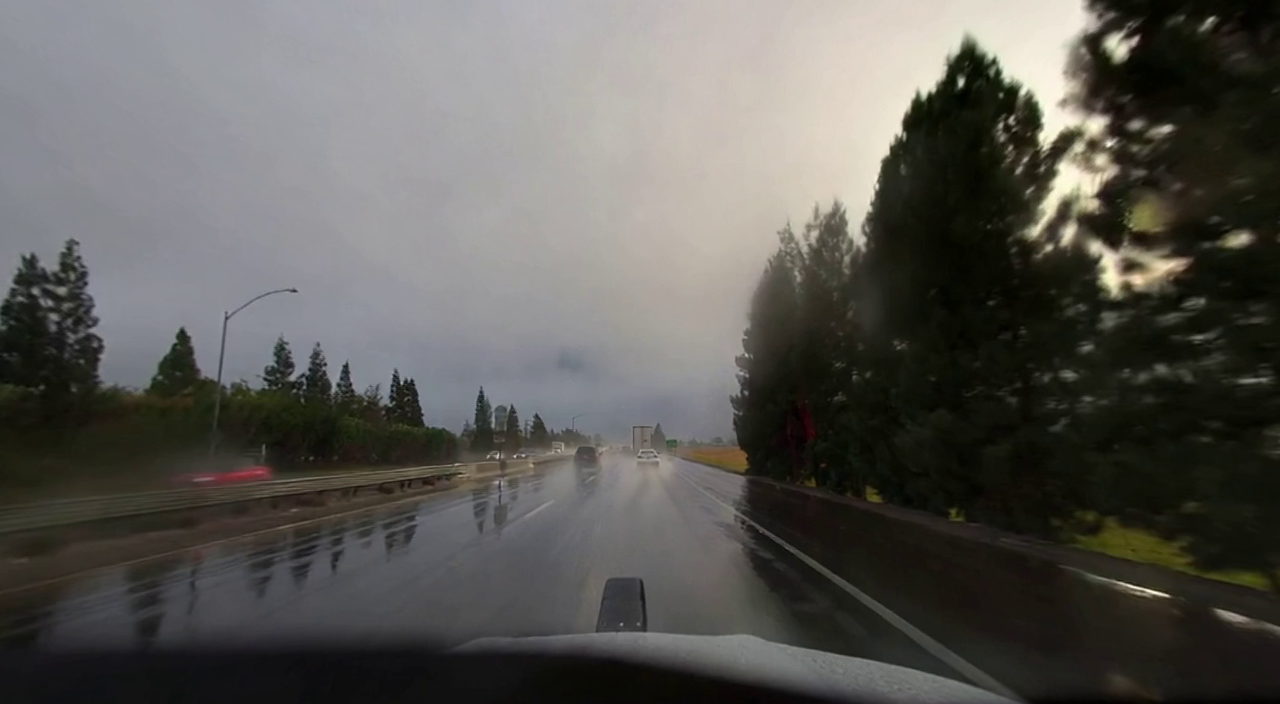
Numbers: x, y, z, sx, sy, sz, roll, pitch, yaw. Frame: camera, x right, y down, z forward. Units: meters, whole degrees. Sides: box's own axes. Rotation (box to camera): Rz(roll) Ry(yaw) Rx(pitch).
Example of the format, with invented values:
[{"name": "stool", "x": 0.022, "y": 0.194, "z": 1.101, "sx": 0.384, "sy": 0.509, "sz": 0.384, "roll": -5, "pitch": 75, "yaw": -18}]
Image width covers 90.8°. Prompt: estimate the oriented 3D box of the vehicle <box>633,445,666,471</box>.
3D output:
[{"name": "vehicle", "x": 0.558, "y": 6.891, "z": 41.120, "sx": 1.992, "sy": 1.593, "sz": 3.937, "roll": 0, "pitch": -9, "yaw": -1}]
